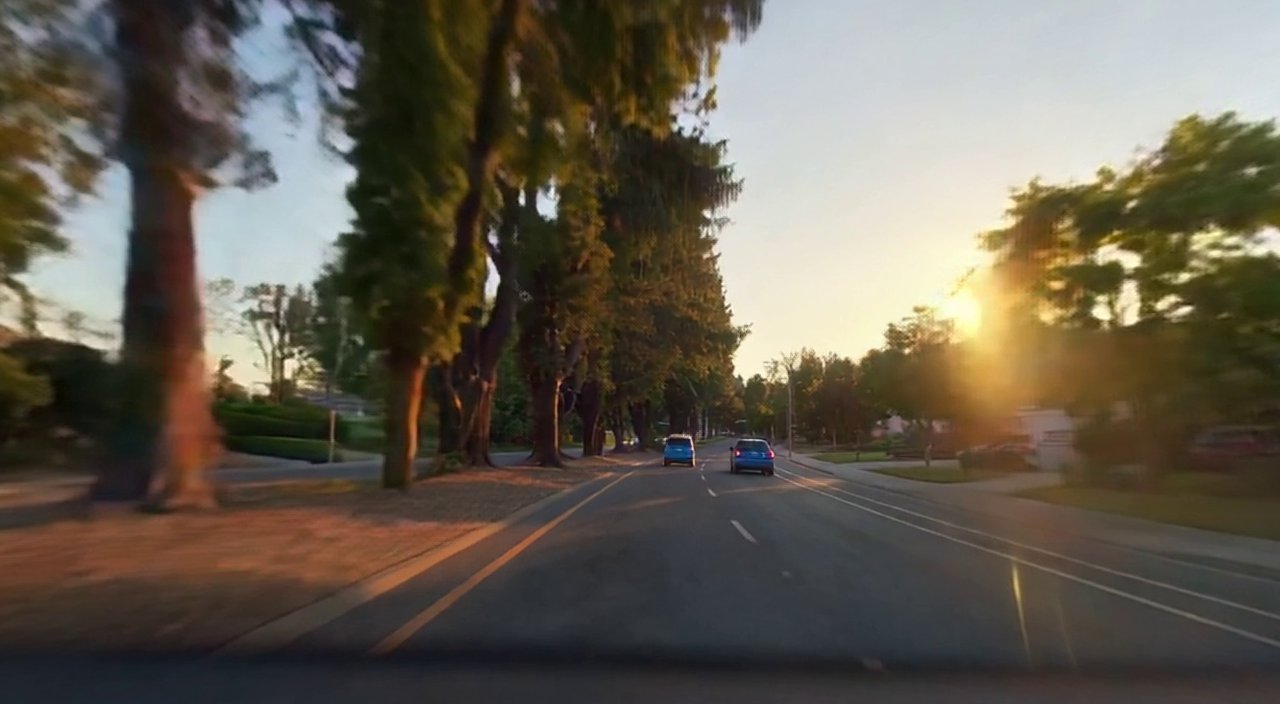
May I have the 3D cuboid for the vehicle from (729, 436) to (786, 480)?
[{"bbox_3d":[4.893,4.468,26.749,1.971,1.663,4.287,-1,-8,5],"label":"vehicle"}]

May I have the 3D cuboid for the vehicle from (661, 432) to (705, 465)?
[{"bbox_3d":[2.608,5.737,37.255,2.251,1.822,4.391,-1,-8,8],"label":"vehicle"}]
